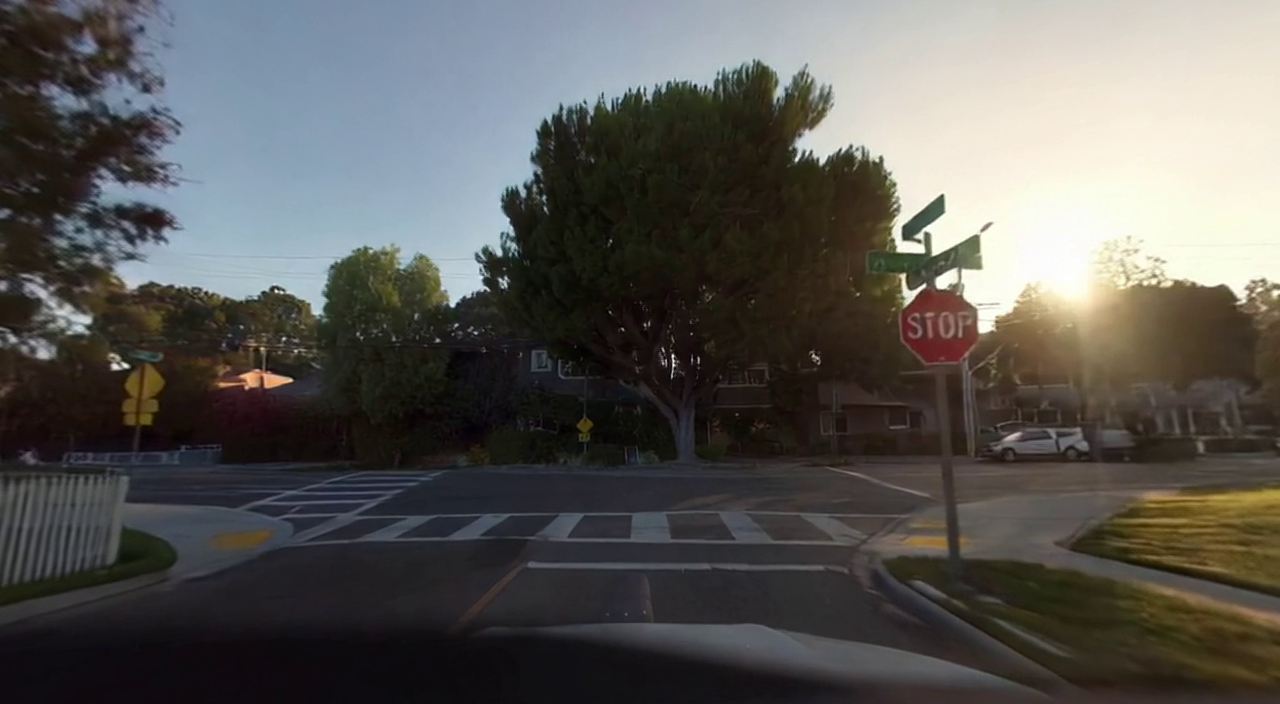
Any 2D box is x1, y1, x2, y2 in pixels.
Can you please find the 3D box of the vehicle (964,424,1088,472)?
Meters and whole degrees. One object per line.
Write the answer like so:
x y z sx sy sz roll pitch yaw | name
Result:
18.855 4.729 31.023 2.395 2.164 4.475 5 -10 -28 | vehicle
